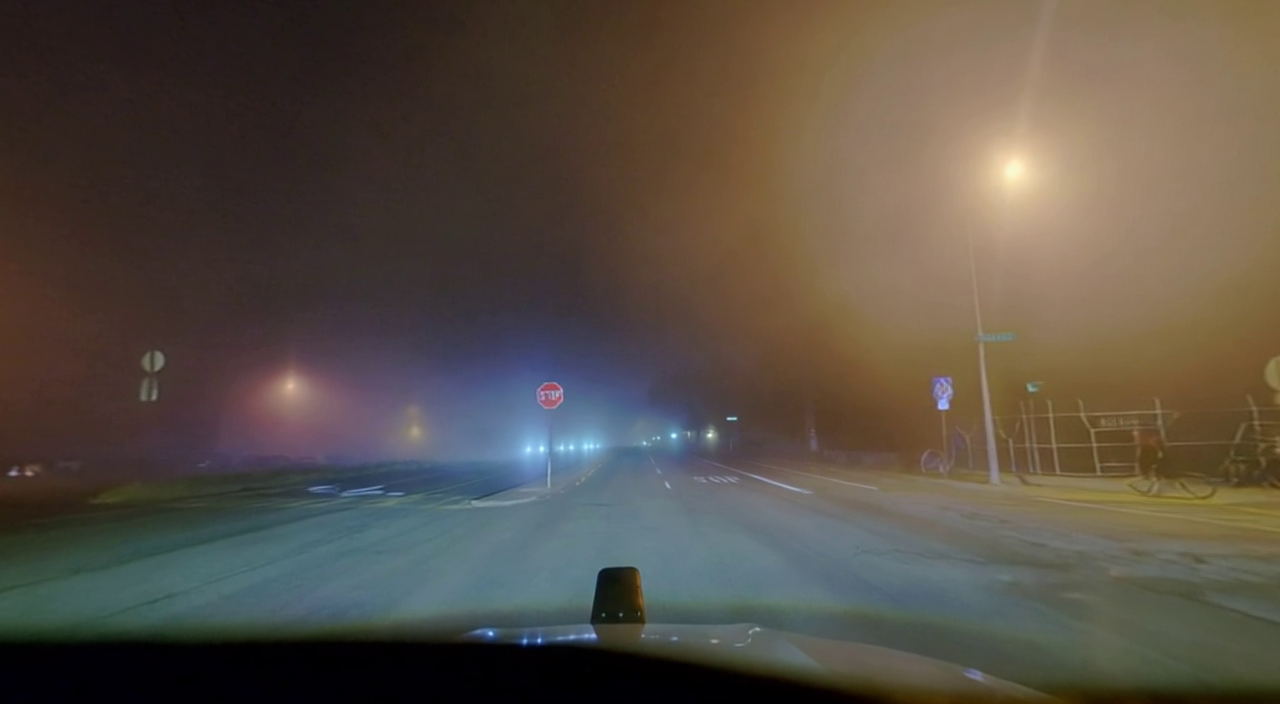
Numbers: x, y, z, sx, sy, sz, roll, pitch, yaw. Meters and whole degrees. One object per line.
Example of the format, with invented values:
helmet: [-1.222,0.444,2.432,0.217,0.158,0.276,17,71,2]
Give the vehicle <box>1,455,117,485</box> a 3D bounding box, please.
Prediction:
vehicle: [-33.531,6.806,36.569,4.569,1.558,1.903,0,-9,-5]
